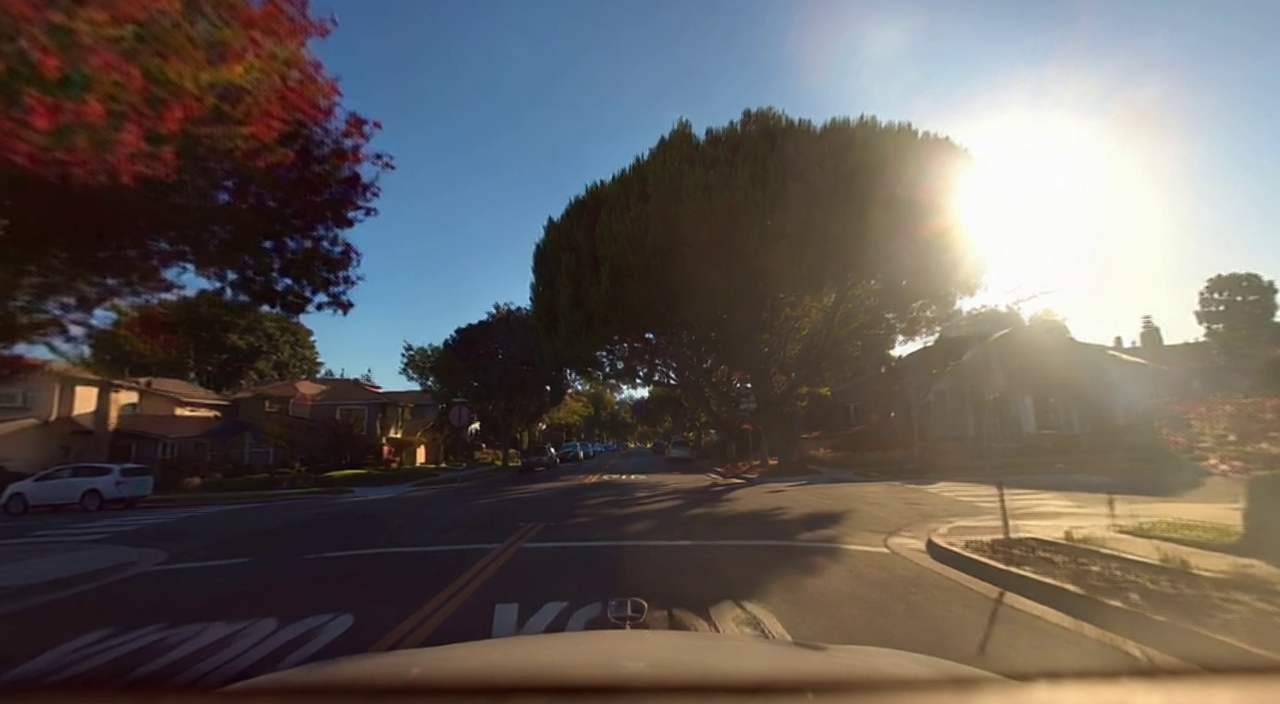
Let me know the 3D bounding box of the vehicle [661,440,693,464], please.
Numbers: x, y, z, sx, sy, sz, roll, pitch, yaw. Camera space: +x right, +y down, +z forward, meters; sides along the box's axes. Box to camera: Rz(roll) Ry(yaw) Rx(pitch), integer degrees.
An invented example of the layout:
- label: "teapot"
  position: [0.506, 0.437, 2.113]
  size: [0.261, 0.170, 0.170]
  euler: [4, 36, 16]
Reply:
- label: "vehicle"
  position: [2.782, 7.631, 48.262]
  size: [2.220, 1.753, 3.862]
  euler: [0, -8, -1]

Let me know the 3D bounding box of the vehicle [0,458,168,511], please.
- label: "vehicle"
  position: [-18.901, 4.427, 21.234]
  size: [4.334, 1.632, 1.996]
  euler: [0, -8, -1]
